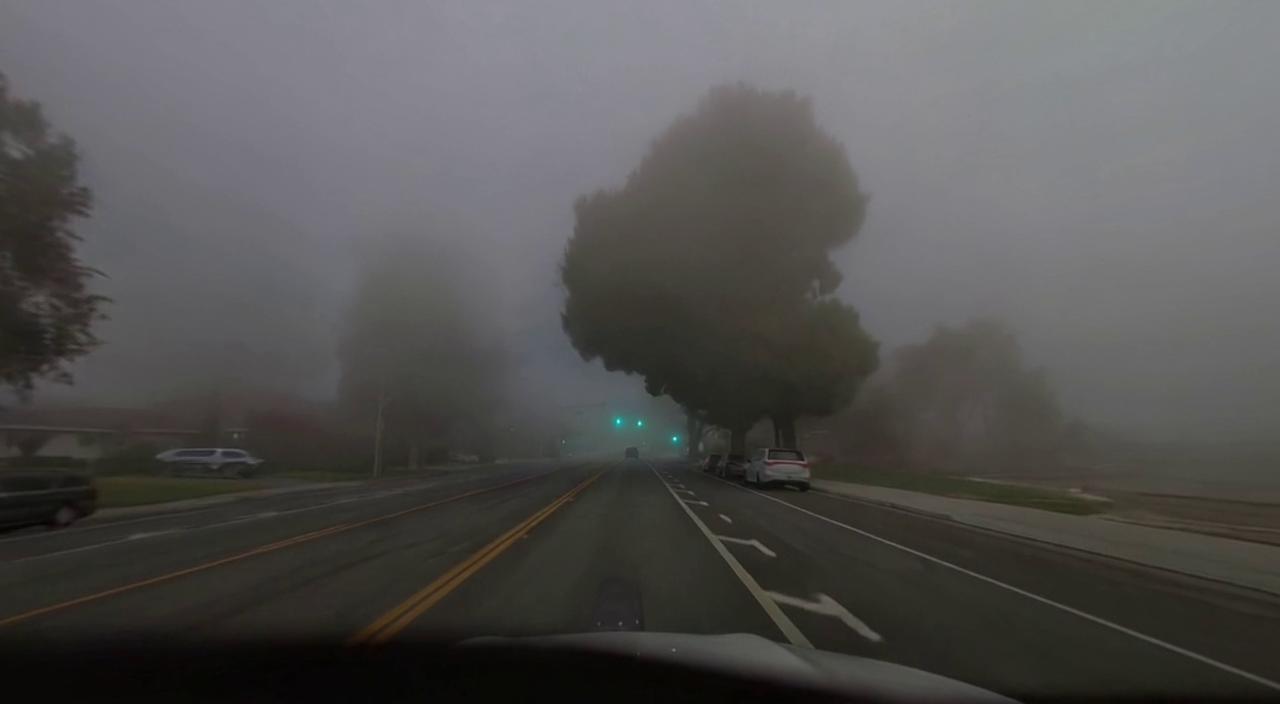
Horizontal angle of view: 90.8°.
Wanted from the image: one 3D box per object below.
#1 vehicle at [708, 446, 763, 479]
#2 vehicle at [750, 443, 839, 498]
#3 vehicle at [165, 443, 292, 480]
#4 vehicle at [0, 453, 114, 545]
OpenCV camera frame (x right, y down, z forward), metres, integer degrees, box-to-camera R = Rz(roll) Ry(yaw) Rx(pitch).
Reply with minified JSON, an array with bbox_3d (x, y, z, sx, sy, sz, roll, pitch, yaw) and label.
[{"bbox_3d":[4.650,5.433,31.391,2.065,1.463,4.814,0,-8,1],"label":"vehicle"},{"bbox_3d":[4.750,3.673,19.938,1.875,1.540,3.402,0,-8,-1],"label":"vehicle"},{"bbox_3d":[-20.993,5.593,32.417,4.931,1.801,2.142,0,-9,-1],"label":"vehicle"},{"bbox_3d":[-12.293,2.718,11.436,1.939,1.537,4.197,-3,-7,0],"label":"vehicle"}]
